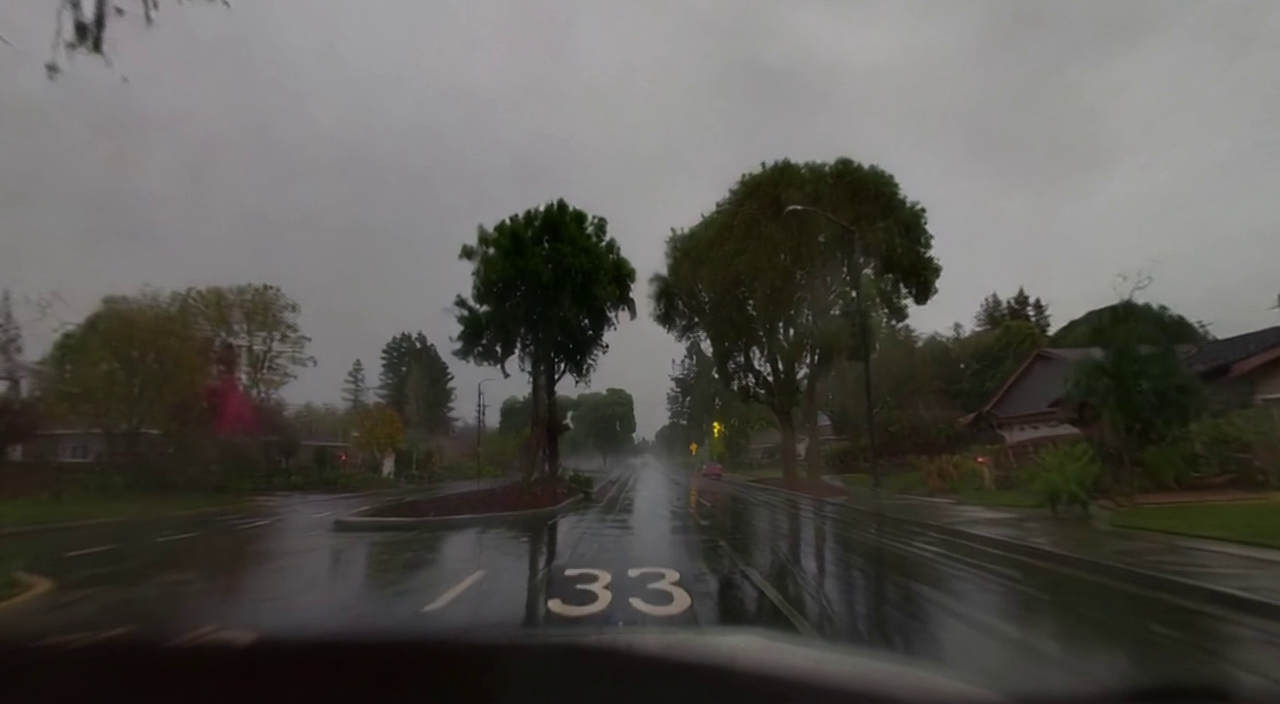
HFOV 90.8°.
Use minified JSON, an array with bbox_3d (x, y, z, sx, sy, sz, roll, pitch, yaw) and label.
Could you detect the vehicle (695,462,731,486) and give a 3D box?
[{"bbox_3d":[5.130,8.652,44.913,1.904,1.475,4.386,0,-9,-1],"label":"vehicle"}]
